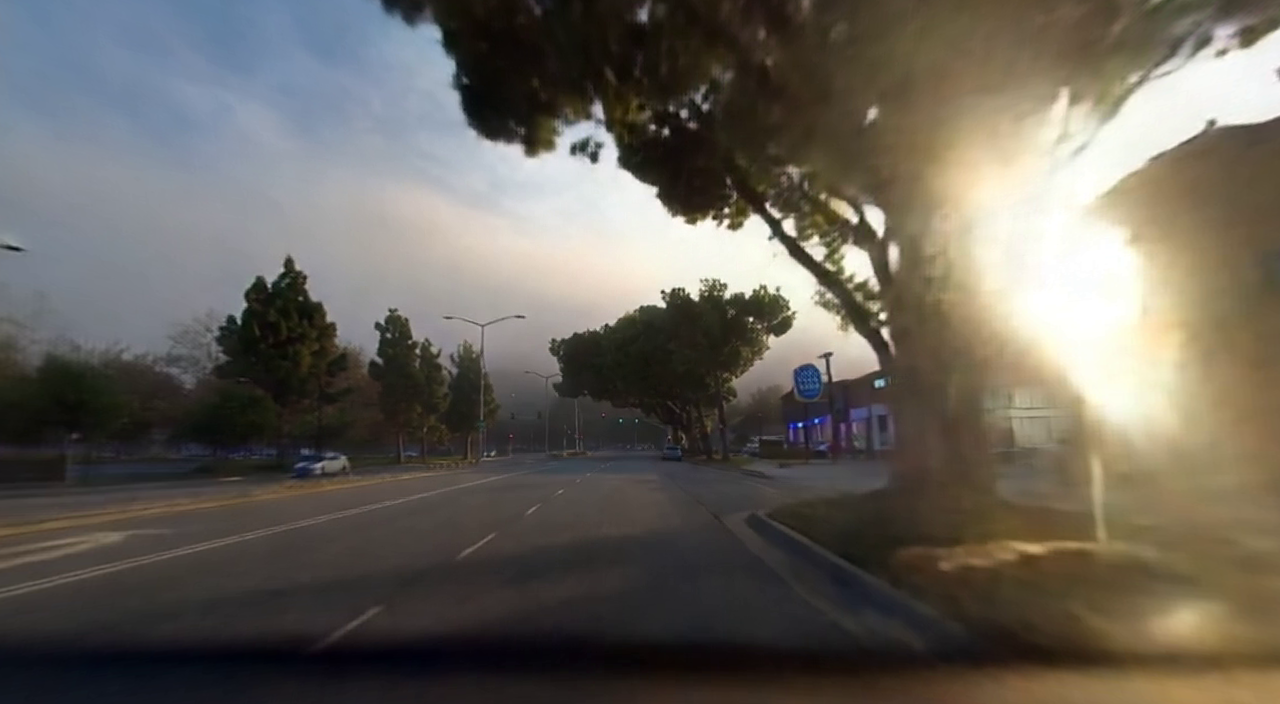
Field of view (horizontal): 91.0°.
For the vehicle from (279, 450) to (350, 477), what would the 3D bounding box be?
[{"bbox_3d":[-19.949,6.830,38.845,1.884,1.479,4.740,0,-8,0],"label":"vehicle"}]
